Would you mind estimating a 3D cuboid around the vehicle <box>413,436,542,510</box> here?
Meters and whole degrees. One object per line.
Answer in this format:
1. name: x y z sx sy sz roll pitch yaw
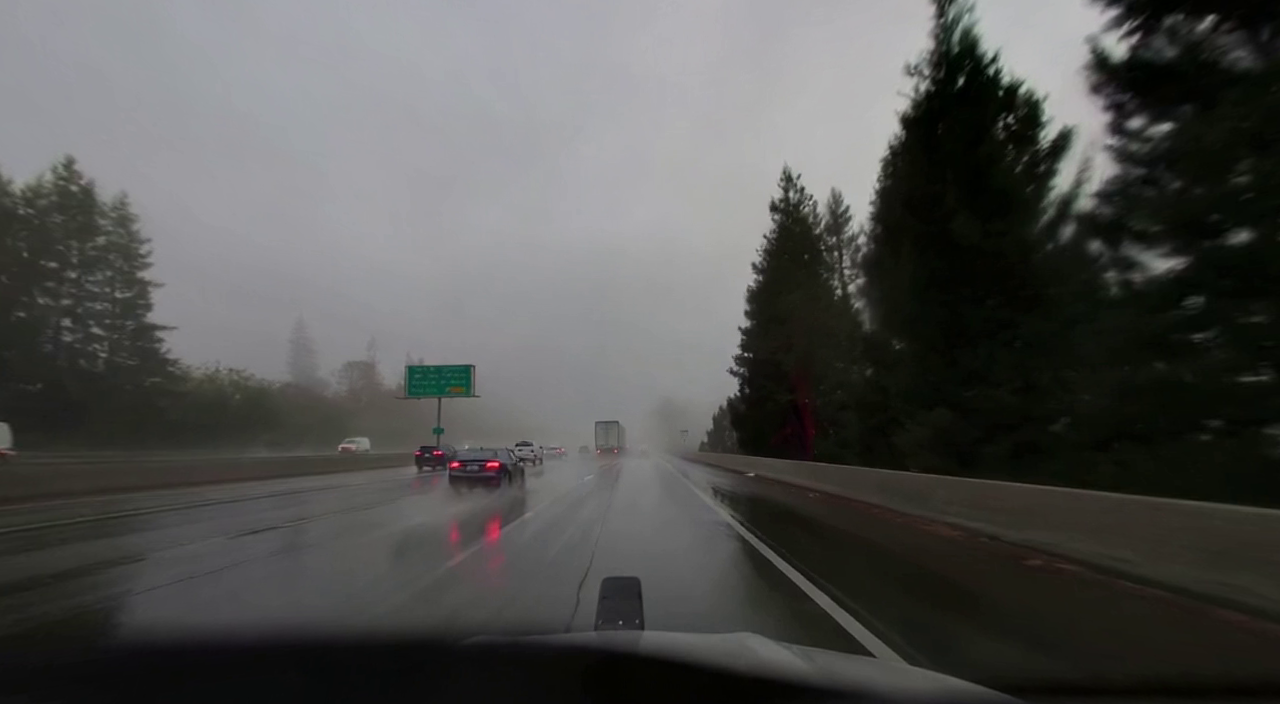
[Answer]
1. vehicle: -3.733 2.840 15.290 1.931 1.528 4.126 0 -9 1
